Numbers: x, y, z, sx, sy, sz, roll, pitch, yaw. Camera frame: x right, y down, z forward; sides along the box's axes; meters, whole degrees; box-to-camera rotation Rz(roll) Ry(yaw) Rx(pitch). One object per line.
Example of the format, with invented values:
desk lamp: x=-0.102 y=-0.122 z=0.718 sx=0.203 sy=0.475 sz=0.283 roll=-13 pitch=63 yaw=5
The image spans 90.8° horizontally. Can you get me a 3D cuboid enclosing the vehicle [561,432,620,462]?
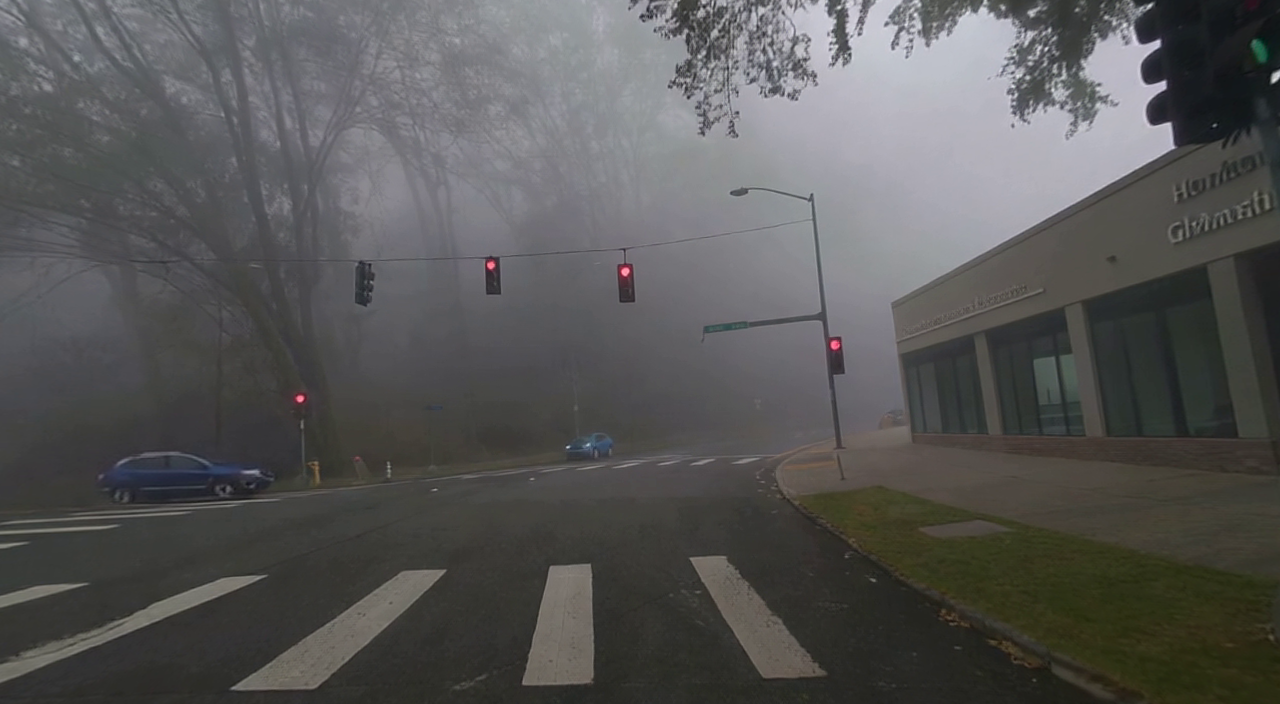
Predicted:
vehicle: x=-3.153 y=6.273 z=41.668 sx=2.244 sy=1.792 sz=4.648 roll=-3 pitch=-9 yaw=18

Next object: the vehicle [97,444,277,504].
vehicle: x=-15.283 y=4.114 z=21.499 sx=4.715 sy=1.745 sz=2.026 roll=-3 pitch=-9 yaw=6
